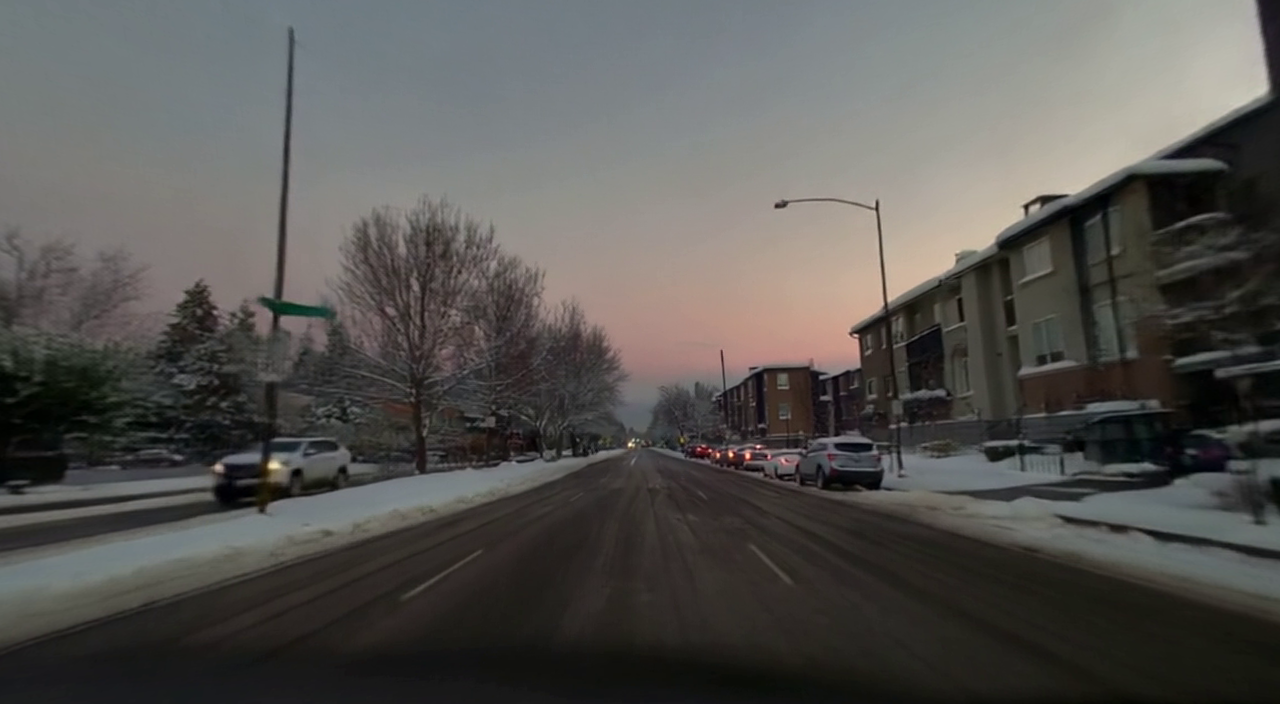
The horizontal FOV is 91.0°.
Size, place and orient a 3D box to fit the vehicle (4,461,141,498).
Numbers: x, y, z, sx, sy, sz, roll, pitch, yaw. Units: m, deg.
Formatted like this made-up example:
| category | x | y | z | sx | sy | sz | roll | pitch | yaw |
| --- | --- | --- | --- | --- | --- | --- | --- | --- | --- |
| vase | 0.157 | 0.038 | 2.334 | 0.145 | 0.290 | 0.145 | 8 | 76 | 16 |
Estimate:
| category | x | y | z | sx | sy | sz | roll | pitch | yaw |
| --- | --- | --- | --- | --- | --- | --- | --- | --- | --- |
| vehicle | -25.721 | 5.772 | 28.798 | 1.931 | 1.427 | 4.578 | 0 | -9 | 1 |

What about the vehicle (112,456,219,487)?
| category | x | y | z | sx | sy | sz | roll | pitch | yaw |
| --- | --- | --- | --- | --- | --- | --- | --- | --- | --- |
| vehicle | -25.605 | 6.434 | 34.189 | 1.939 | 1.514 | 4.793 | -1 | -9 | 2 |

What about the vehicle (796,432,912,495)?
| category | x | y | z | sx | sy | sz | roll | pitch | yaw |
| --- | --- | --- | --- | --- | --- | --- | --- | --- | --- |
| vehicle | 7.116 | 3.749 | 21.588 | 2.241 | 1.877 | 4.810 | 0 | -9 | 0 |

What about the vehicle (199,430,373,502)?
| category | x | y | z | sx | sy | sz | roll | pitch | yaw |
| --- | --- | --- | --- | --- | --- | --- | --- | --- | --- |
| vehicle | -11.805 | 3.828 | 21.727 | 2.445 | 2.105 | 5.995 | 0 | -9 | 0 |

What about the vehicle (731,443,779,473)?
| category | x | y | z | sx | sy | sz | roll | pitch | yaw |
| --- | --- | --- | --- | --- | --- | --- | --- | --- | --- |
| vehicle | 6.884 | 6.345 | 38.022 | 2.078 | 1.699 | 4.292 | 0 | -9 | 0 |
